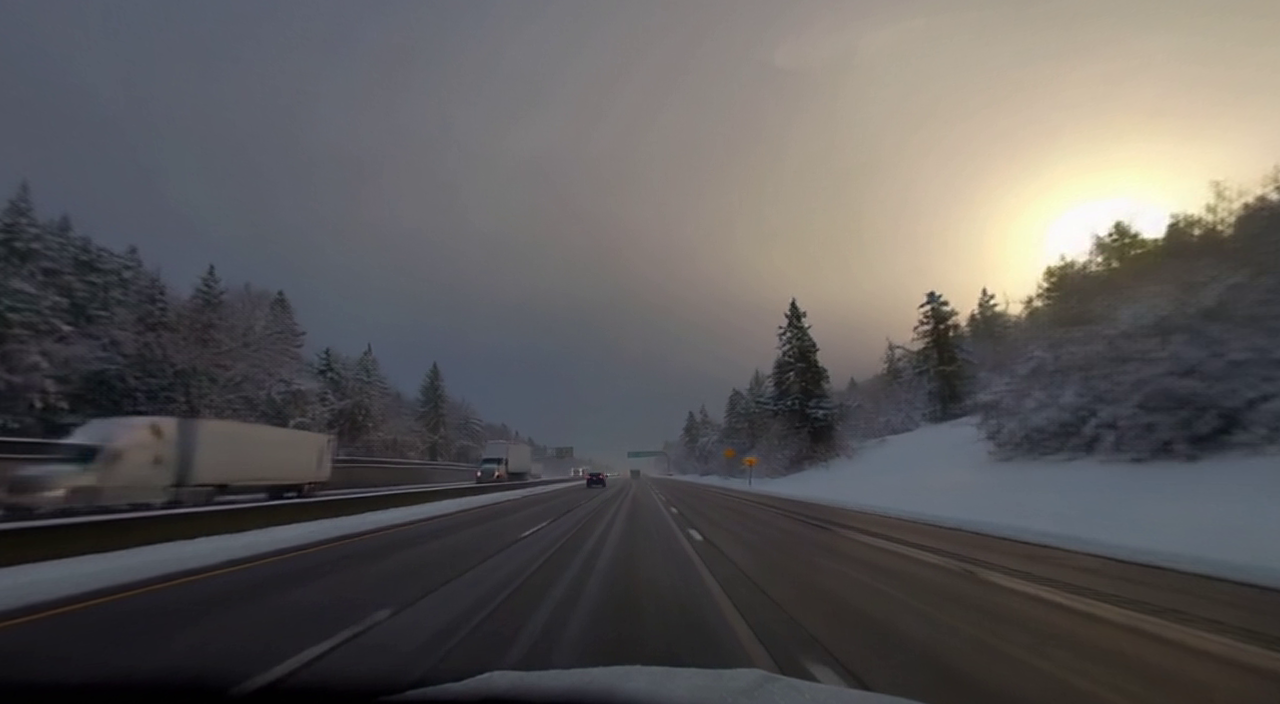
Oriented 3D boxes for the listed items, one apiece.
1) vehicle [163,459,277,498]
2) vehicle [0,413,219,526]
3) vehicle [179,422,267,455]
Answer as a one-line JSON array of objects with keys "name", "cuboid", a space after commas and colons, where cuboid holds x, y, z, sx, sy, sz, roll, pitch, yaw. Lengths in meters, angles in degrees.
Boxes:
[{"name": "vehicle", "cuboid": [-21.421, 6.471, 32.503, 2.123, 1.807, 5.559, 1, -10, -1]}, {"name": "vehicle", "cuboid": [-21.404, 4.762, 25.723, 2.975, 3.858, 7.495, 1, -11, 0]}, {"name": "vehicle", "cuboid": [-21.467, 4.547, 32.672, 1.736, 1.491, 4.120, -1, -11, 0]}]
